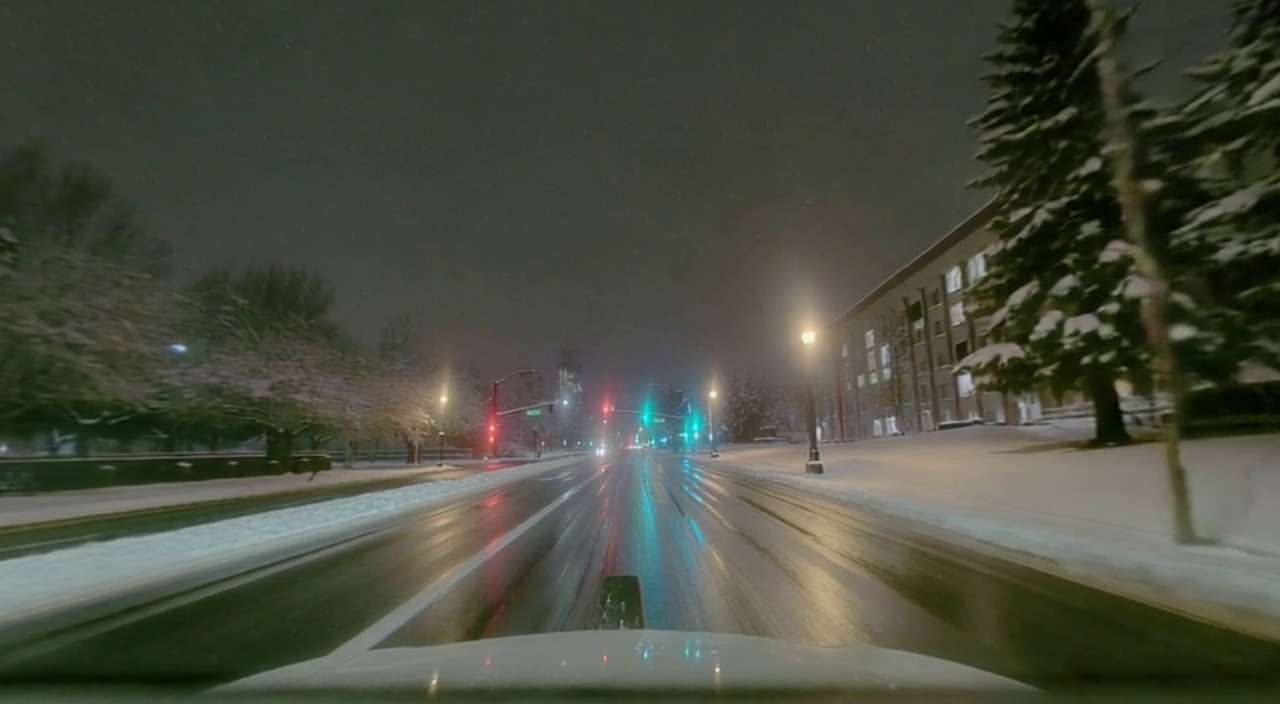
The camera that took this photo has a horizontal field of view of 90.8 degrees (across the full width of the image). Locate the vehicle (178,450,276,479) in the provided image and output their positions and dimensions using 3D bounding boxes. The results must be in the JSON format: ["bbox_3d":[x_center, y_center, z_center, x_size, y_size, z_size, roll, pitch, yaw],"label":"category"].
[{"bbox_3d":[-24.612,6.692,37.809,4.377,1.668,1.977,1,-8,-6],"label":"vehicle"}]

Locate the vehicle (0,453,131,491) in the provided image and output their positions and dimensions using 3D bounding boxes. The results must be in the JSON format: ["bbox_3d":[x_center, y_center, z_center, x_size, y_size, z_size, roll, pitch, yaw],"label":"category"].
[{"bbox_3d":[-24.712,5.115,27.059,4.166,1.517,1.887,0,-8,3],"label":"vehicle"}]
